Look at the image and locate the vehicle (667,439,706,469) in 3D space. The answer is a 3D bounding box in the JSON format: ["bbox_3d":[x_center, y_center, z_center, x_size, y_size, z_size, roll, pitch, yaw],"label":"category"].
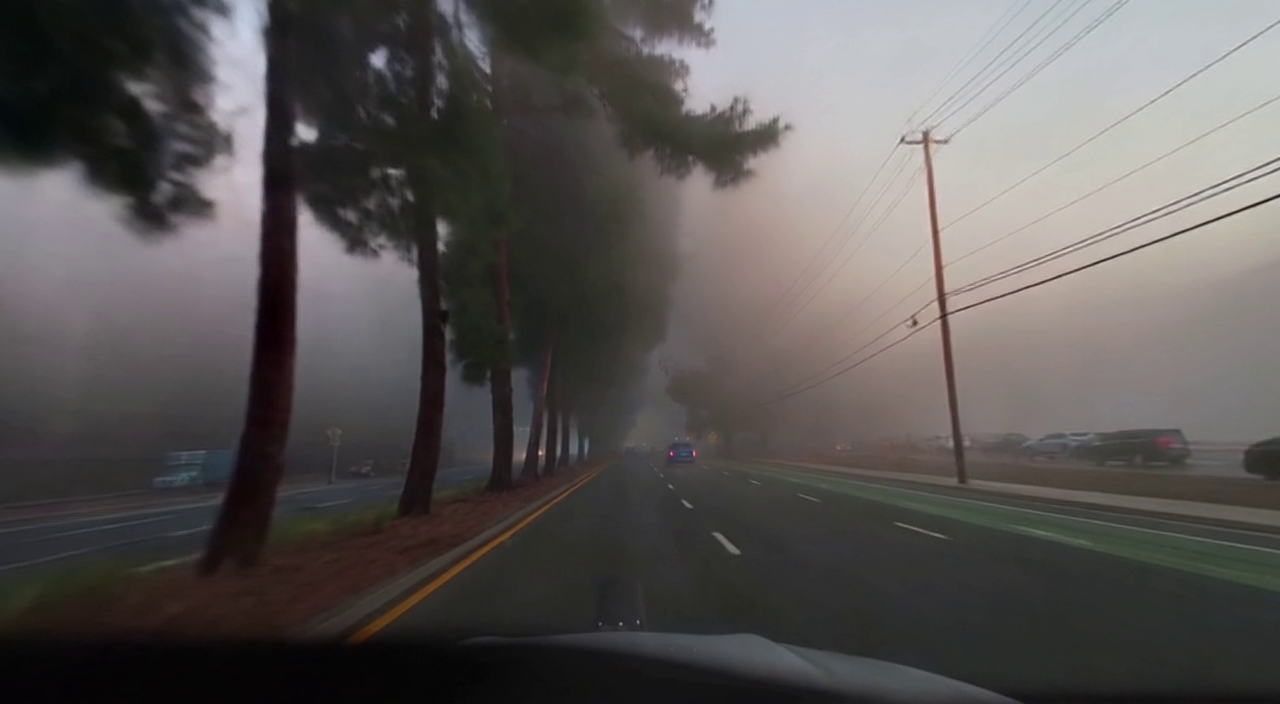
[{"bbox_3d":[2.949,6.592,41.077,2.086,1.803,4.607,0,-9,-1],"label":"vehicle"}]

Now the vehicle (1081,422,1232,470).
[{"bbox_3d":[20.266,3.742,25.131,1.983,1.730,4.563,0,-9,-2],"label":"vehicle"}]

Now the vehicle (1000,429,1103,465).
[{"bbox_3d":[20.260,4.724,31.360,1.896,1.656,4.653,0,-9,-1],"label":"vehicle"}]

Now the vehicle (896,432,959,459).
[{"bbox_3d":[19.889,6.517,43.956,1.941,1.784,4.967,0,-9,-1],"label":"vehicle"}]

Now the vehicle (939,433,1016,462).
[{"bbox_3d":[20.084,5.732,37.893,2.021,1.640,4.620,-1,-9,0],"label":"vehicle"}]
